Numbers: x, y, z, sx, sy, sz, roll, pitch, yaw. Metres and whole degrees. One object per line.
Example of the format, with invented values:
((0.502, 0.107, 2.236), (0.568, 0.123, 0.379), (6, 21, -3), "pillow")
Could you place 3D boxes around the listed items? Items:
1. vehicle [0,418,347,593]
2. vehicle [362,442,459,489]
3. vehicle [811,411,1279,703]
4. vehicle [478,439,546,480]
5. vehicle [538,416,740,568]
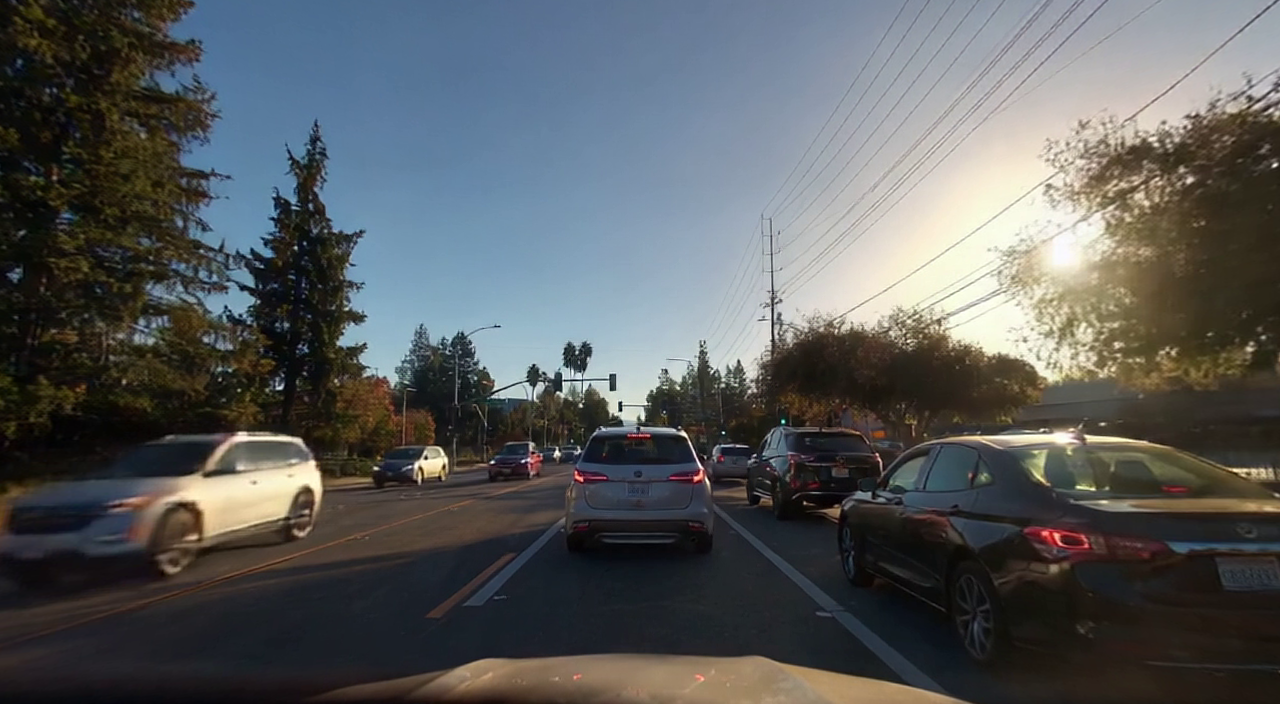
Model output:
((-6.185, 1.882, 8.675), (2.068, 1.739, 4.572), (0, -8, 0), "vehicle")
((-9.763, 4.846, 27.366), (2.230, 1.831, 4.941), (0, -8, 2), "vehicle")
((2.881, 1.313, 4.832), (1.950, 1.487, 4.275), (0, -8, 0), "vehicle")
((-6.251, 5.319, 31.485), (2.328, 1.861, 4.891), (0, -8, 1), "vehicle")
((0.002, 1.845, 9.042), (2.200, 1.653, 4.127), (0, -8, 0), "vehicle")
